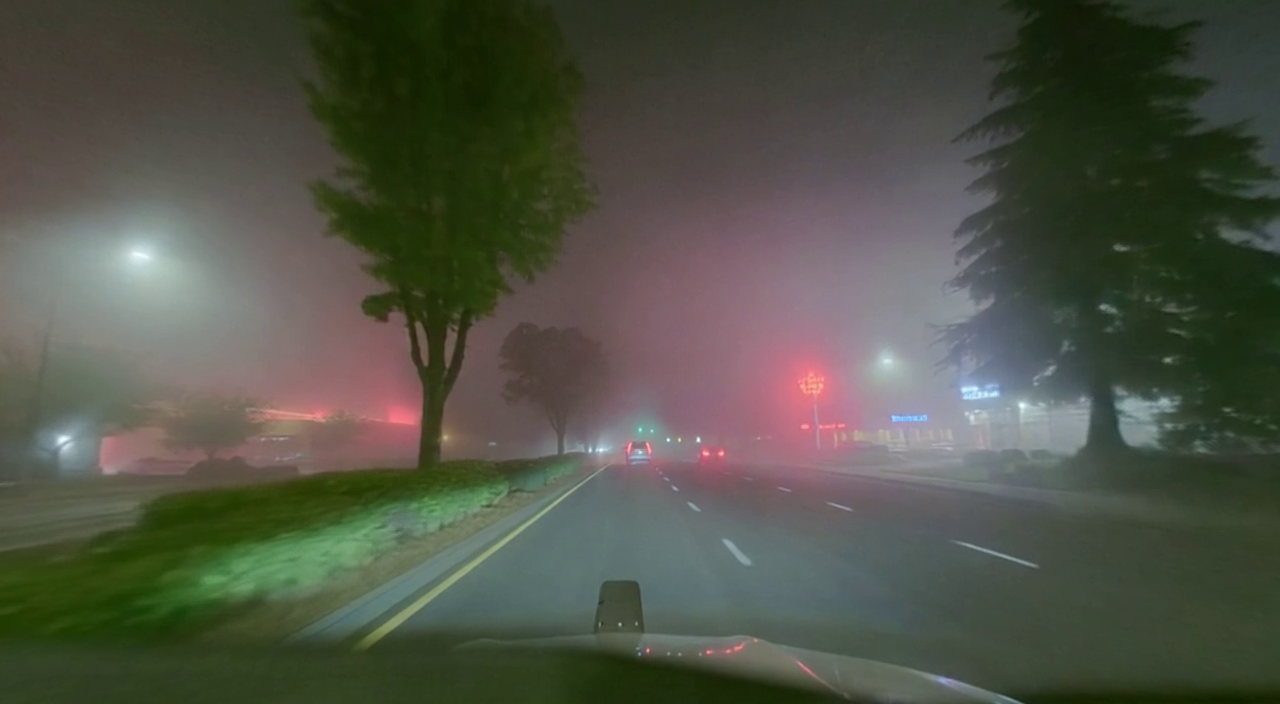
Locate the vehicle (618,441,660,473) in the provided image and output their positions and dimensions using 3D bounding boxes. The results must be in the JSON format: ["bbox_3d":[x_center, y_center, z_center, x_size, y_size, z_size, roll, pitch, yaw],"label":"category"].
[{"bbox_3d":[-0.079,5.536,33.613,2.072,1.545,4.578,0,-8,0],"label":"vehicle"}]
